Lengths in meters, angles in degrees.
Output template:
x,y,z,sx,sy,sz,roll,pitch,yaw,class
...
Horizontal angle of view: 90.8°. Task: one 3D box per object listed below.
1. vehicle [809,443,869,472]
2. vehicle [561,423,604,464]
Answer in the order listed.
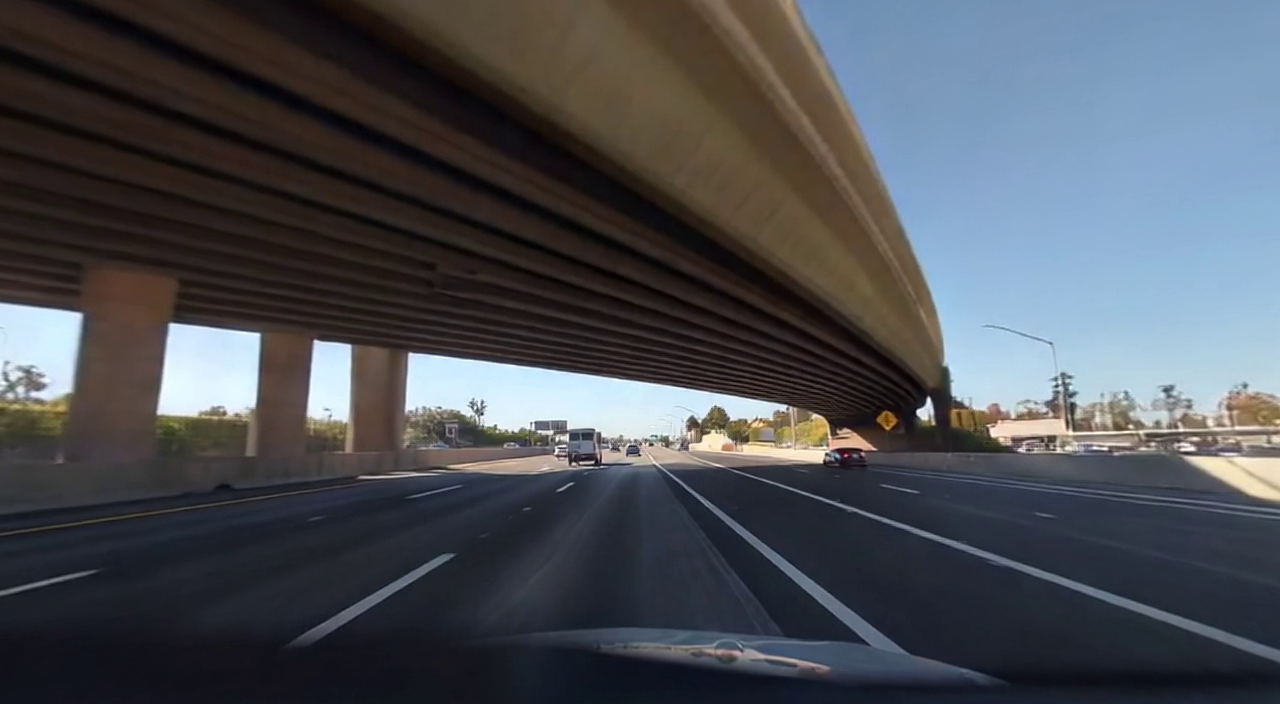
x,y,z,sx,sy,sz,roll,pitch,yaw,class
11.014,5.869,35.245,2.035,1.491,4.246,0,-9,1,vehicle
-4.284,7.055,48.678,2.881,2.937,7.045,0,-9,-2,vehicle
